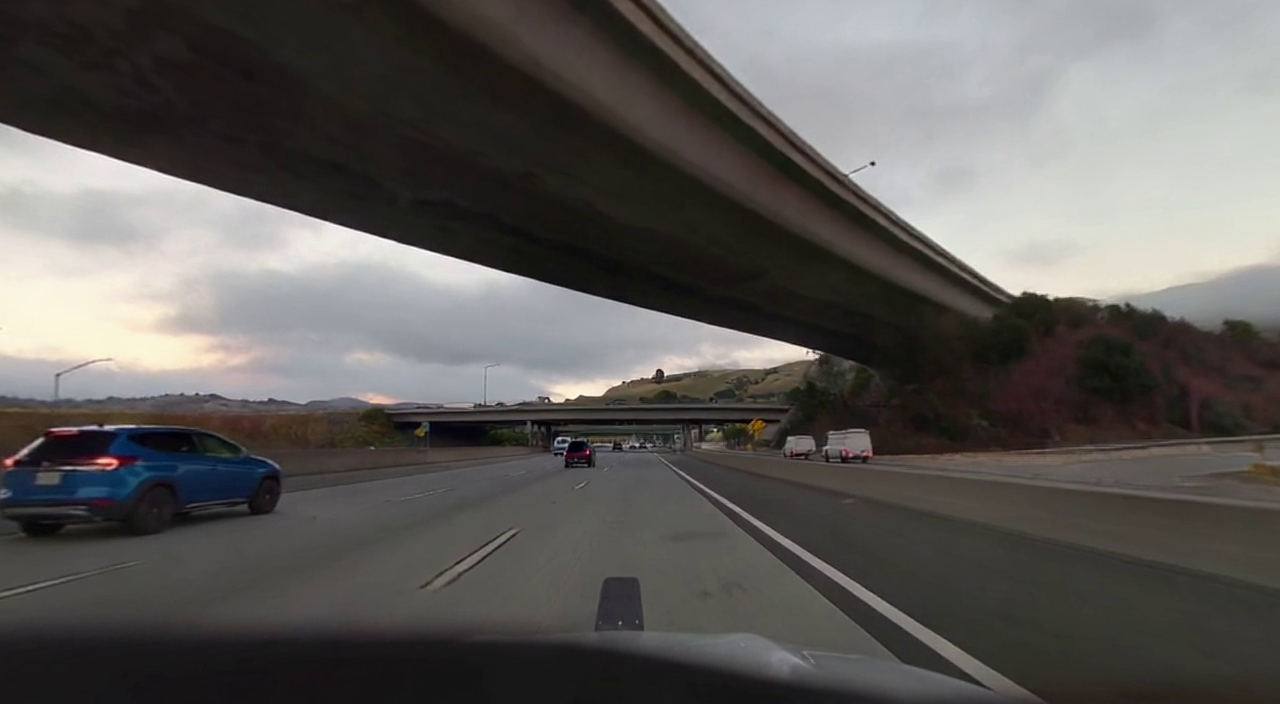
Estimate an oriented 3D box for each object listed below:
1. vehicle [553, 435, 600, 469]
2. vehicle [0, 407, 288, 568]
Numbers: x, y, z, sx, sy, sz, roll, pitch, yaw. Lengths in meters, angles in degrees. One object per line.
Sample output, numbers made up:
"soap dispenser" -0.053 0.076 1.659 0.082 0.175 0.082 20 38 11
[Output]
"vehicle" -3.653 5.849 37.085 2.144 1.847 4.850 0 -8 1
"vehicle" -7.516 1.791 9.121 2.092 1.712 4.627 0 -8 1
